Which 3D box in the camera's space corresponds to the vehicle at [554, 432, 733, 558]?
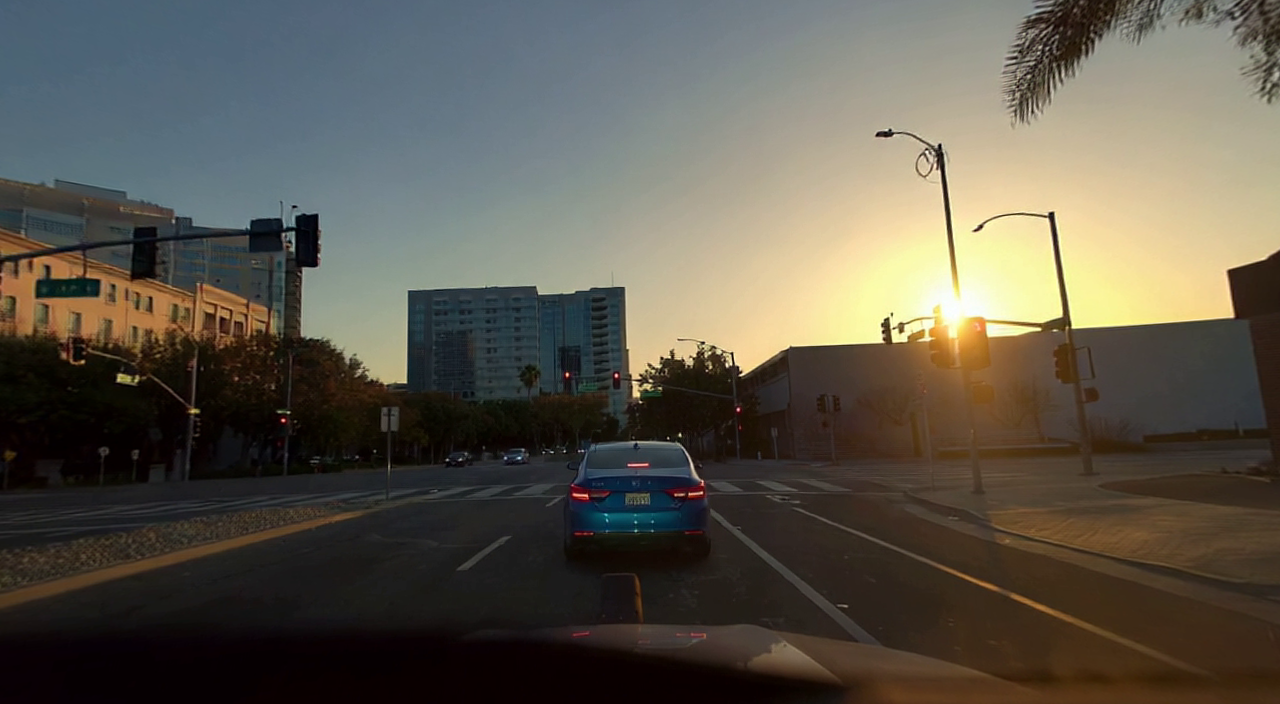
[{"bbox_3d":[0.009,1.996,9.531,2.107,1.470,3.974,0,-9,-1],"label":"vehicle"}]
